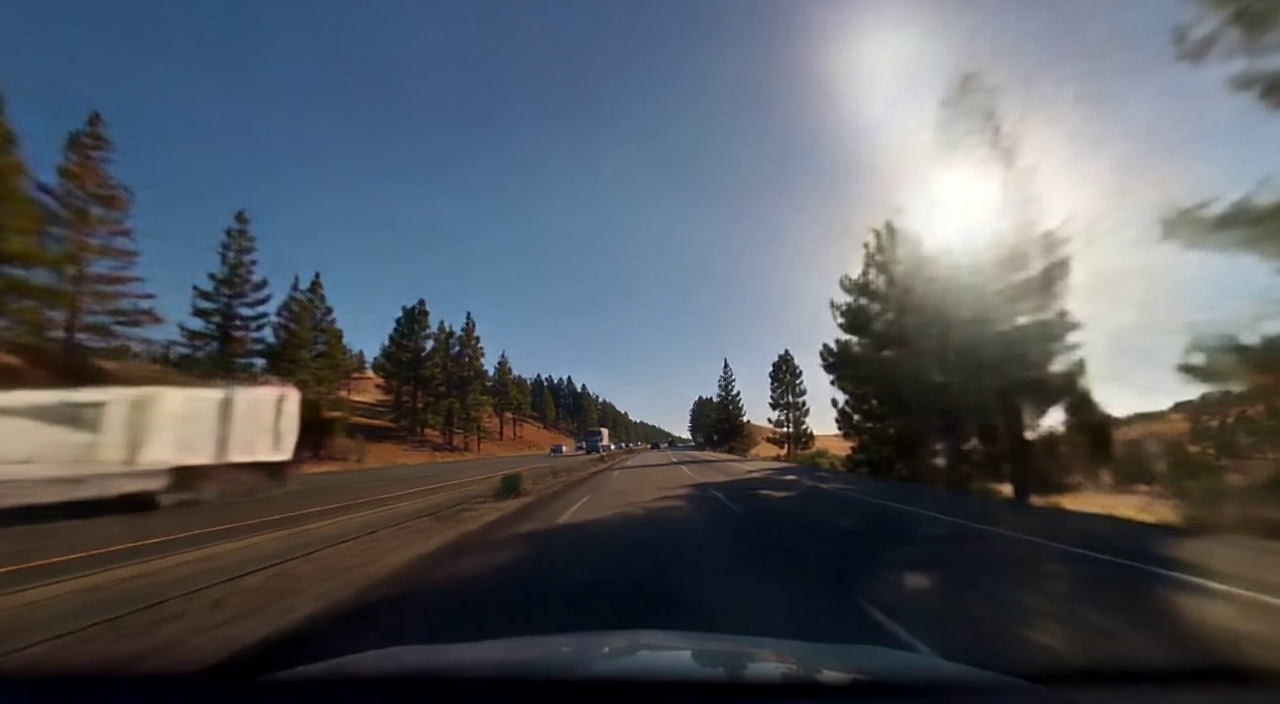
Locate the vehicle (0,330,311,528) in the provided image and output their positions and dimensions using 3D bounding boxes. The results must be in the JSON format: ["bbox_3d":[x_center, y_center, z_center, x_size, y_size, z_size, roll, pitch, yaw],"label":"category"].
[{"bbox_3d":[-13.431,1.829,14.368,2.905,3.684,16.268,0,-8,1],"label":"vehicle"}]
